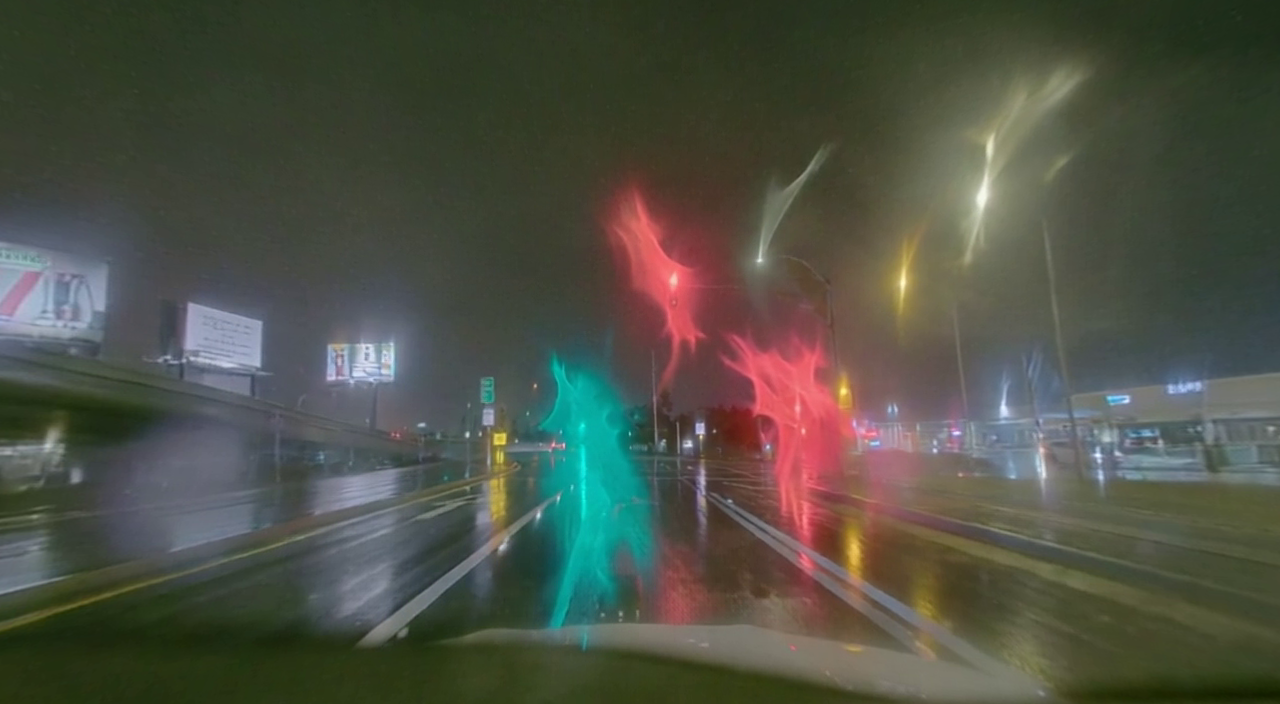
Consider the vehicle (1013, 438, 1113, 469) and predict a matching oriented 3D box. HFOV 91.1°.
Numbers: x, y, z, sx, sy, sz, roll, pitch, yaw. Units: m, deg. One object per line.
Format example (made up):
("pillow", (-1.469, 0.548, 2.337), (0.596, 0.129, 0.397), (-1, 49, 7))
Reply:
("vehicle", (22.057, 5.286, 32.870), (1.717, 1.486, 3.824), (4, -10, -32))
